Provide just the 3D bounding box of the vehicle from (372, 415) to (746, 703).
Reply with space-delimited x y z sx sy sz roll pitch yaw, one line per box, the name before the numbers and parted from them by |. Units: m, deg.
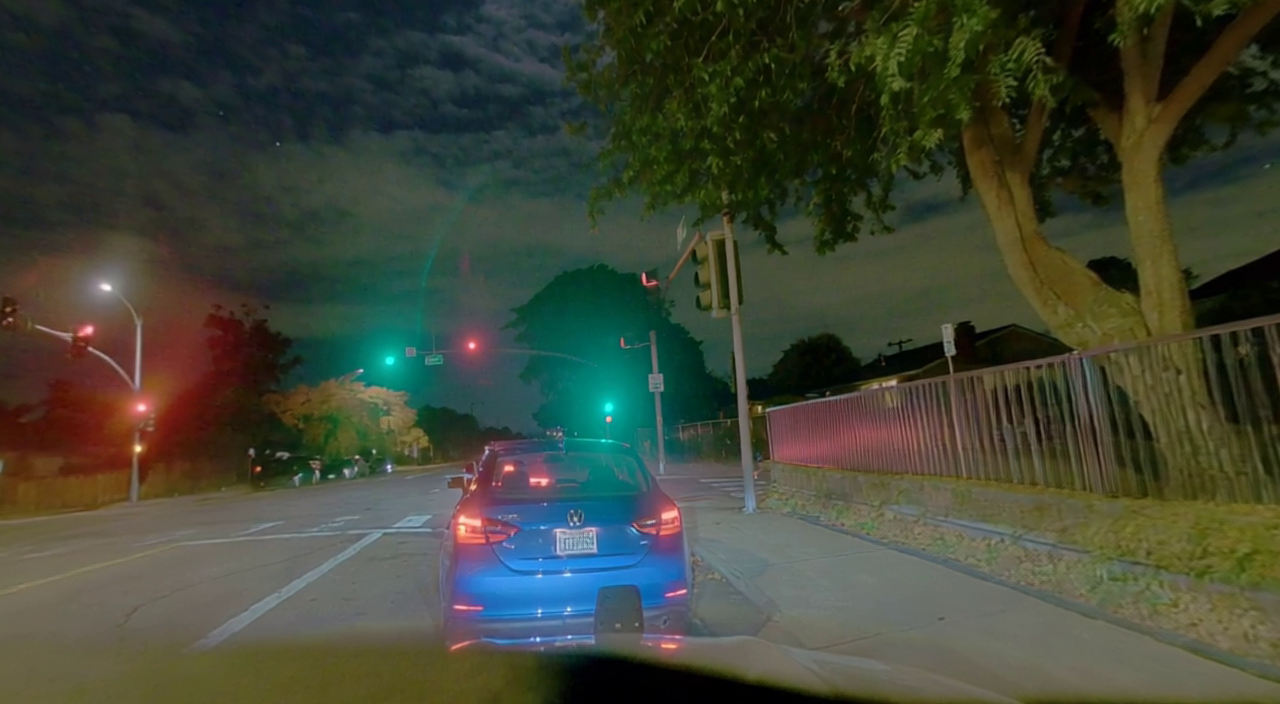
vehicle | -0.685 1.382 5.356 2.024 1.502 3.702 1 -9 -9
